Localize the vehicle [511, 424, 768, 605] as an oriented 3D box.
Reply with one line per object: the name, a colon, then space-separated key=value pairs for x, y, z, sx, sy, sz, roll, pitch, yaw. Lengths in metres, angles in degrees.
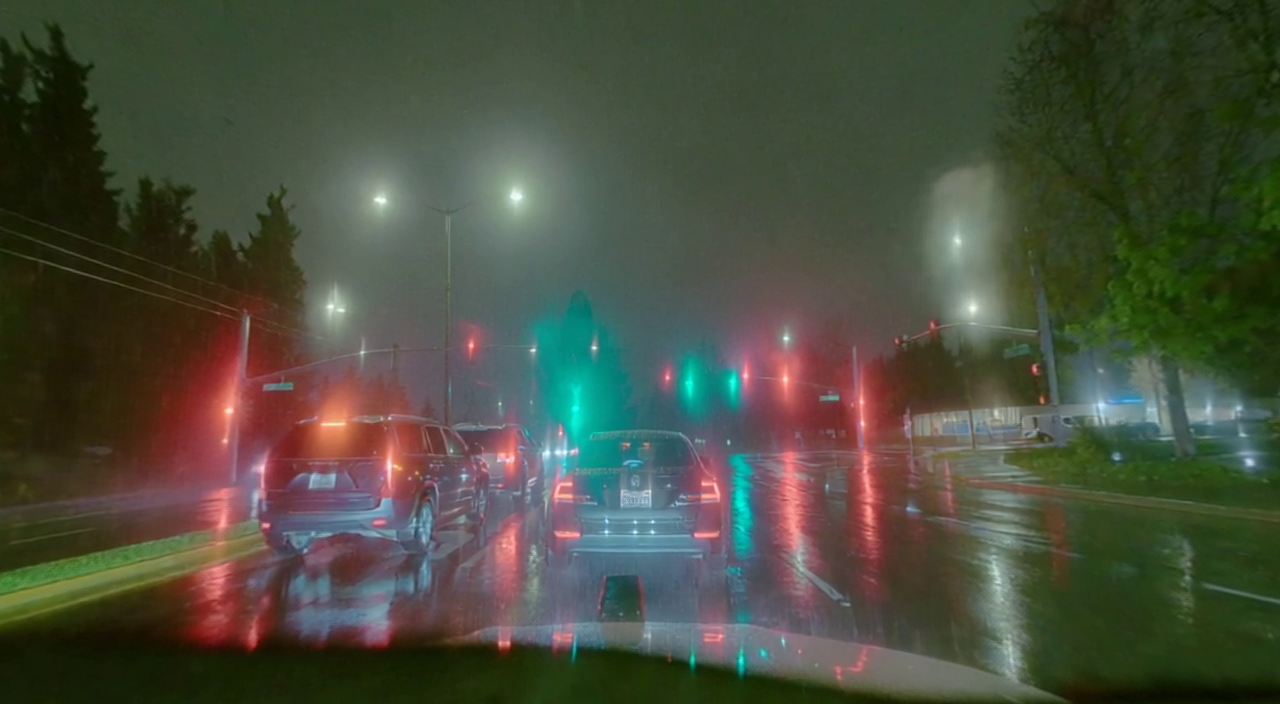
vehicle: x=-0.057 y=1.642 z=7.298 sx=2.126 sy=1.475 sz=3.967 roll=0 pitch=-8 yaw=-2

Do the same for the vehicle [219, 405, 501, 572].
vehicle: x=-3.428 y=1.754 z=8.853 sx=2.046 sy=1.751 sz=4.208 roll=0 pitch=-8 yaw=-1
